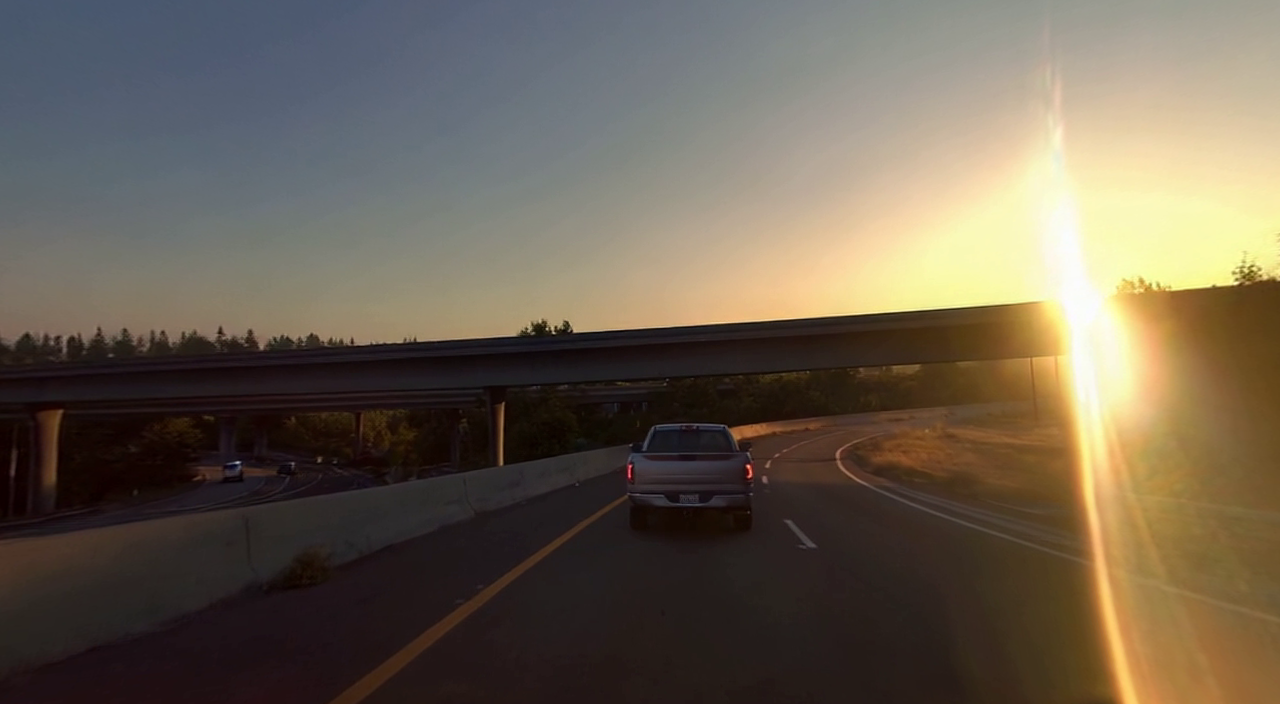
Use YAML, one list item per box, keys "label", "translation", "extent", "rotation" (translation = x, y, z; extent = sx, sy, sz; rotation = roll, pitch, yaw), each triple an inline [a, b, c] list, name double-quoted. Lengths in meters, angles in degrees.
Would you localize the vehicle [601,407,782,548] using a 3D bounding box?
- label: "vehicle"
  translation: [0.829, 1.887, 10.117]
  extent: [2.235, 1.716, 4.435]
  rotation: [-1, -8, 5]
